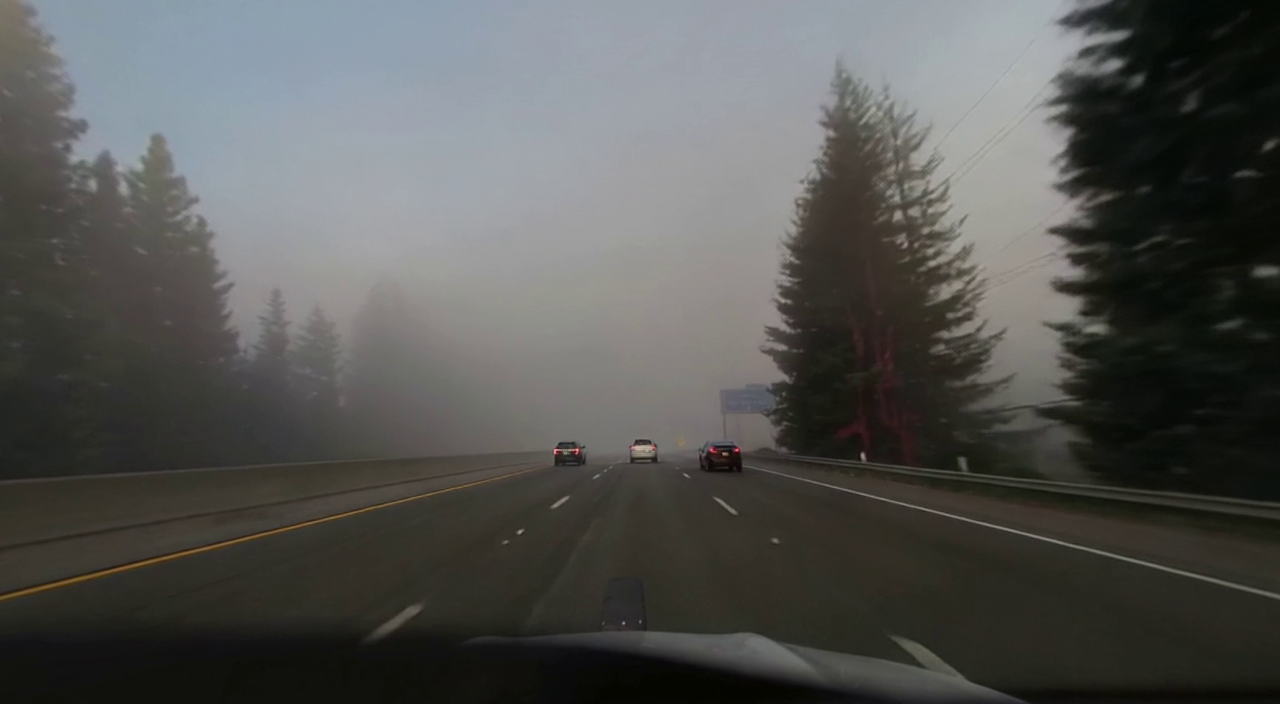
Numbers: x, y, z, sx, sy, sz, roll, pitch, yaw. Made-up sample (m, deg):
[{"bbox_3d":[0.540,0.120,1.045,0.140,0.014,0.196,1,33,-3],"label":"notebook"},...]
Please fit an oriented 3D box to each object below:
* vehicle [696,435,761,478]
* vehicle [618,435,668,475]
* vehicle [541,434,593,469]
[{"bbox_3d":[3.416,4.118,25.105,1.996,1.579,3.841,0,-8,-1],"label":"vehicle"},{"bbox_3d":[0.146,4.568,28.267,2.049,1.620,4.153,0,-8,1],"label":"vehicle"},{"bbox_3d":[-3.965,5.497,34.982,2.217,1.773,4.553,0,-8,1],"label":"vehicle"}]
